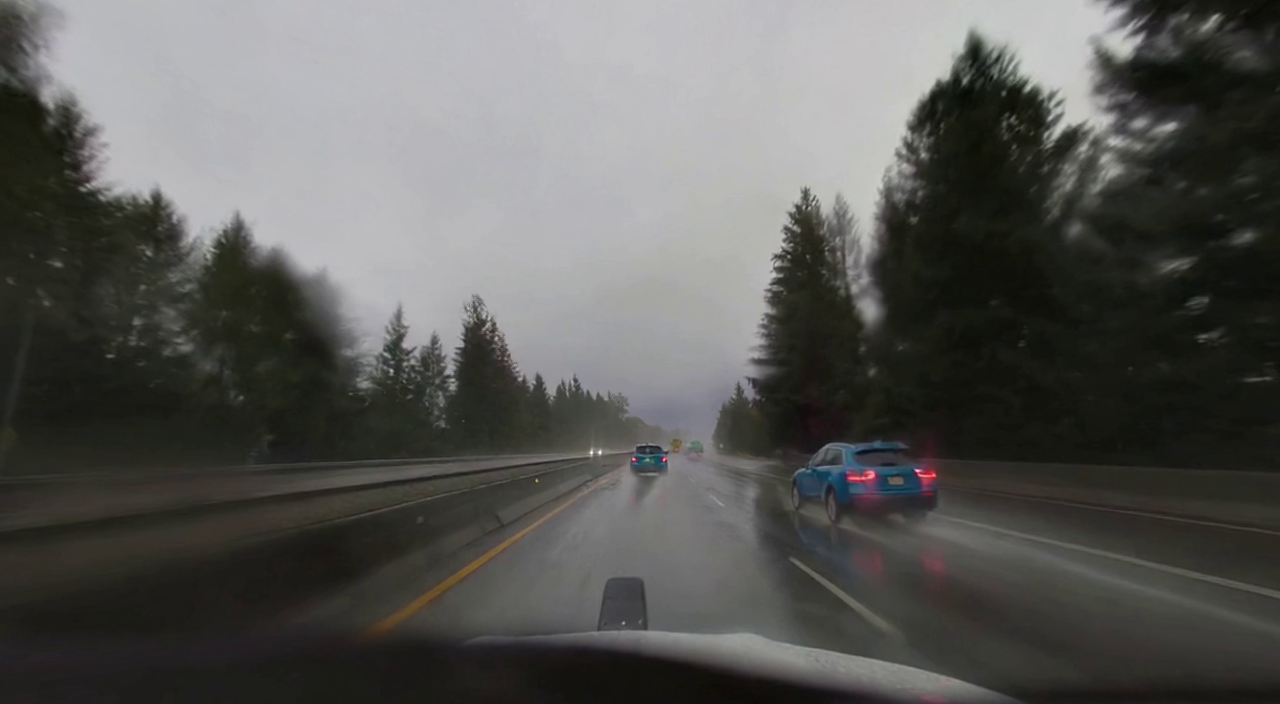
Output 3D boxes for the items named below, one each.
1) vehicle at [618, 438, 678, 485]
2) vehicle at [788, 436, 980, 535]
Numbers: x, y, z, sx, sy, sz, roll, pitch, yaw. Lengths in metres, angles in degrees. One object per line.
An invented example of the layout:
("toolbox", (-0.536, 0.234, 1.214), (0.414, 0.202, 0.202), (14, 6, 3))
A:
("vehicle", (0.314, 4.365, 25.379), (2.190, 1.706, 4.062), (0, -9, 1))
("vehicle", (4.288, 2.405, 11.956), (1.864, 1.489, 4.379), (0, -9, 0))
